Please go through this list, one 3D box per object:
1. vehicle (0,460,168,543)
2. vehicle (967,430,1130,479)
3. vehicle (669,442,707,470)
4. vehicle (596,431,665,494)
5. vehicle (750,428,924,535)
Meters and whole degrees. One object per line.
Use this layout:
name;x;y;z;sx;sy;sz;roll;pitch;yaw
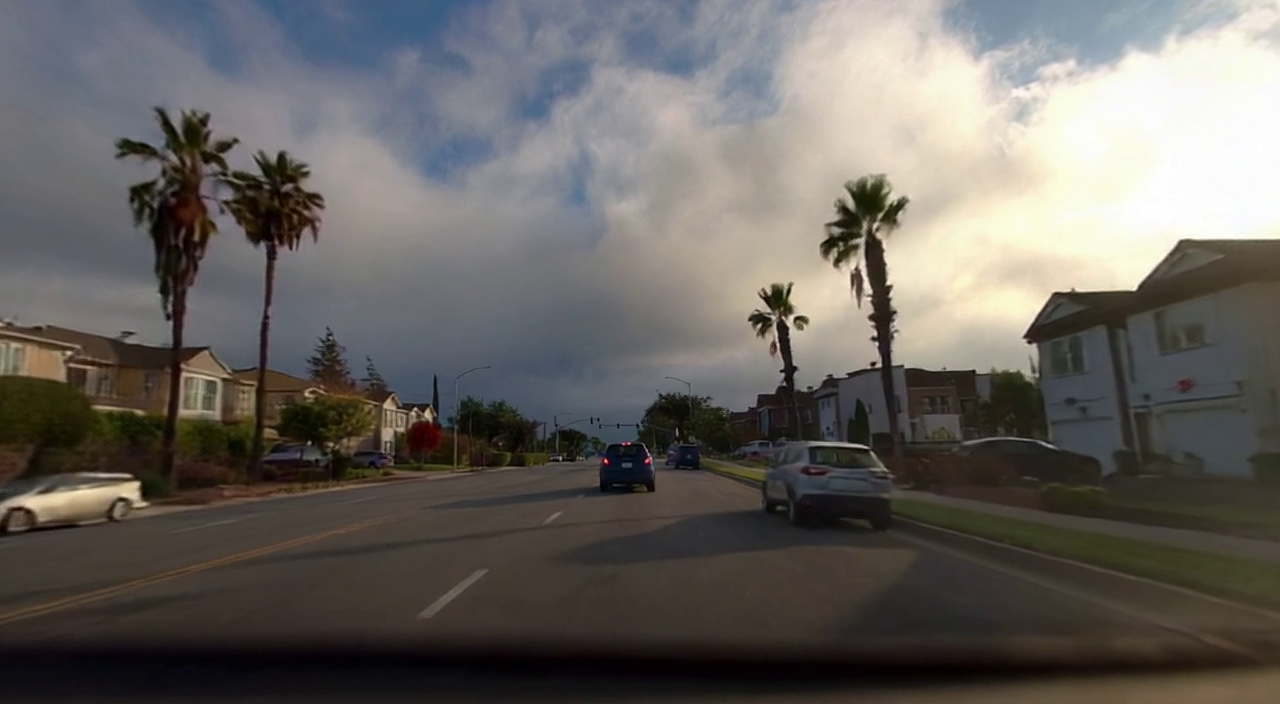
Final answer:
vehicle;-13.991;3.483;15.018;1.877;1.443;4.677;-3;-7;0
vehicle;14.131;3.569;22.004;4.238;1.621;2.067;0;-9;-1
vehicle;3.500;7.772;47.175;2.416;1.922;5.023;0;-9;0
vehicle;-0.273;3.620;20.923;1.994;1.810;5.057;0;-9;0
vehicle;3.510;2.391;12.175;1.949;1.685;4.161;0;-9;-1
